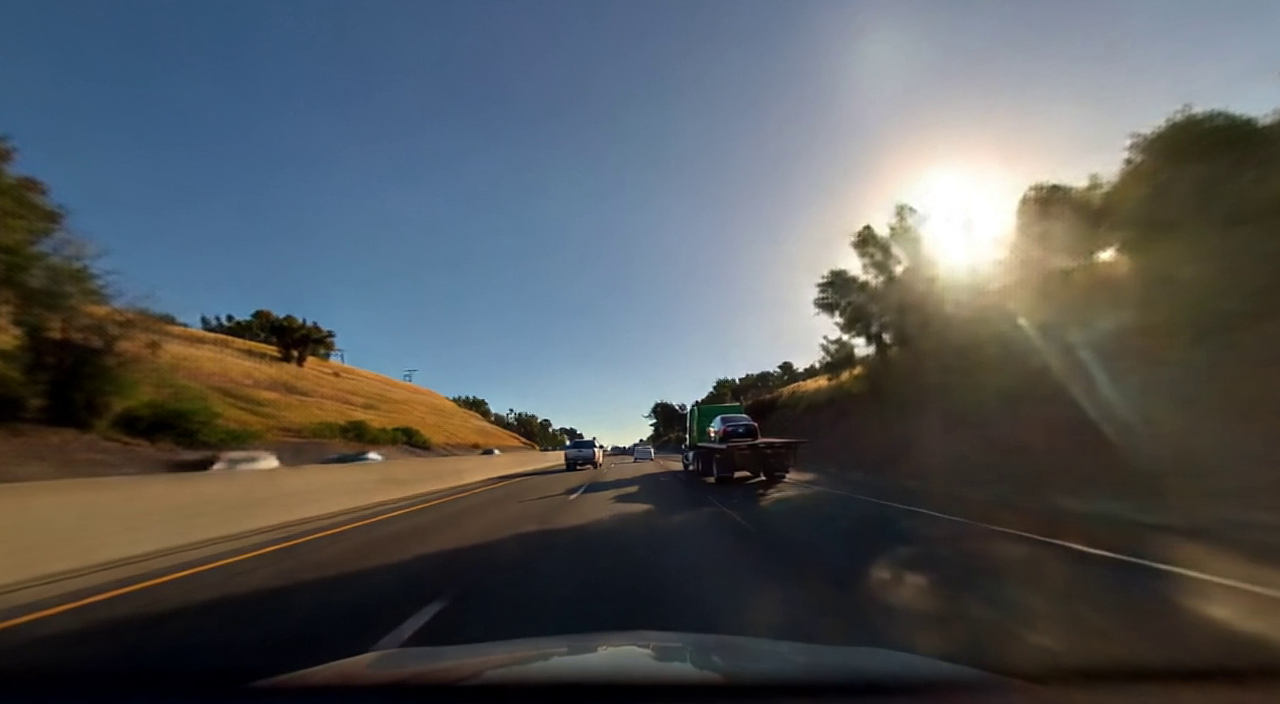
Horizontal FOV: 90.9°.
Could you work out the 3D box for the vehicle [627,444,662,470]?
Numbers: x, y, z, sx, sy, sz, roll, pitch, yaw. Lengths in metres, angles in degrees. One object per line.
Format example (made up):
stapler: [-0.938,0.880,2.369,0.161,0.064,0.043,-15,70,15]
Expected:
vehicle: [0.285,6.585,39.695,2.086,1.497,3.681,0,-9,0]

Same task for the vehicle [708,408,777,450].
vehicle: [4.034,3.189,25.443,1.968,1.547,4.215,0,-9,-2]

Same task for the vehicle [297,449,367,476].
vehicle: [-18.601,6.672,38.304,1.965,1.479,4.478,0,-9,0]

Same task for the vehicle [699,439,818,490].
vehicle: [4.135,4.232,24.300,2.654,1.574,9.537,0,-9,-1]

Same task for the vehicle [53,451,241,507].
vehicle: [-14.444,3.707,18.891,2.039,1.438,4.371,0,-9,1]

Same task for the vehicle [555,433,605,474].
vehicle: [-3.116,5.410,33.638,2.142,2.044,4.446,0,-9,1]
